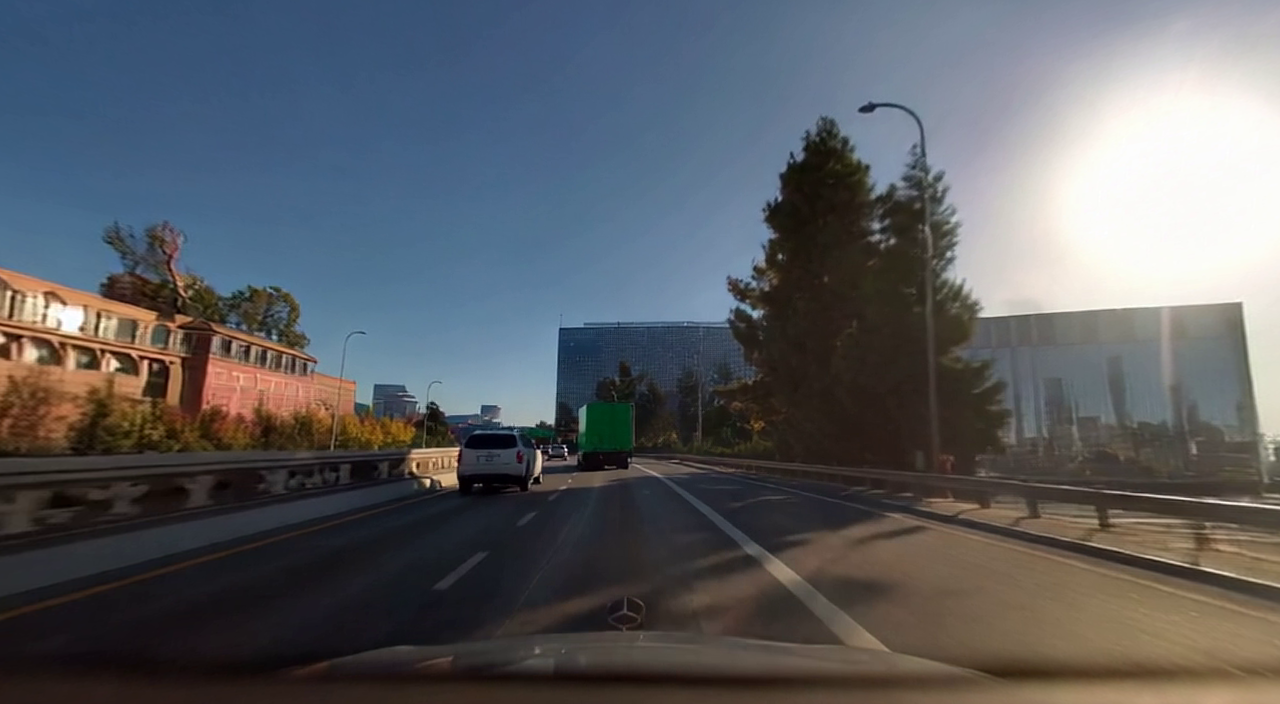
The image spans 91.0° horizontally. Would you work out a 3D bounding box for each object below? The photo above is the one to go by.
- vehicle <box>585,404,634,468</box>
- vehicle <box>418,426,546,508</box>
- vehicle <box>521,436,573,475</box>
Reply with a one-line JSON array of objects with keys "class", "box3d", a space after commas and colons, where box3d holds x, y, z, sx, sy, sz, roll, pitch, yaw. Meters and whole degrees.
[{"class": "vehicle", "box3d": [-2.124, 6.162, 45.491, 2.959, 3.975, 12.918, 1, -9, -2]}, {"class": "vehicle", "box3d": [-3.704, 2.791, 15.683, 2.041, 1.734, 4.391, 0, -9, 0]}, {"class": "vehicle", "box3d": [-4.454, 5.042, 30.874, 2.044, 1.740, 4.361, 1, -9, -2]}]
